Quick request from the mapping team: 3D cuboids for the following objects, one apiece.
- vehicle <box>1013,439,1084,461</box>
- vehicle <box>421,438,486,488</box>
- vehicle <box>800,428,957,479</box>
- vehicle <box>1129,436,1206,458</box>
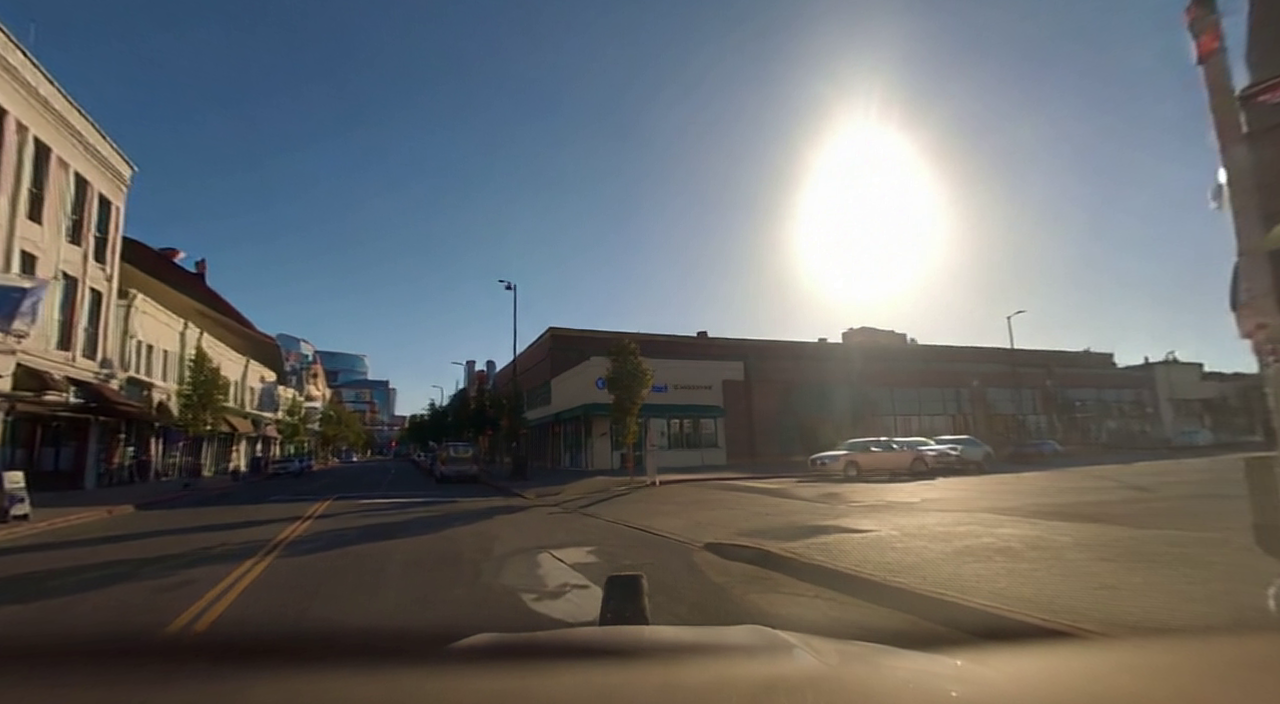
[{"bbox_3d":[26.890,6.444,41.589,1.557,1.372,3.538,4,-10,-28],"label":"vehicle"},{"bbox_3d":[-8.578,4.960,28.749,2.150,2.013,4.748,4,-8,-24],"label":"vehicle"},{"bbox_3d":[8.407,3.604,22.551,4.814,1.618,1.869,-8,-11,41],"label":"vehicle"},{"bbox_3d":[37.097,6.688,44.426,1.866,1.486,4.145,0,-8,1],"label":"vehicle"}]
